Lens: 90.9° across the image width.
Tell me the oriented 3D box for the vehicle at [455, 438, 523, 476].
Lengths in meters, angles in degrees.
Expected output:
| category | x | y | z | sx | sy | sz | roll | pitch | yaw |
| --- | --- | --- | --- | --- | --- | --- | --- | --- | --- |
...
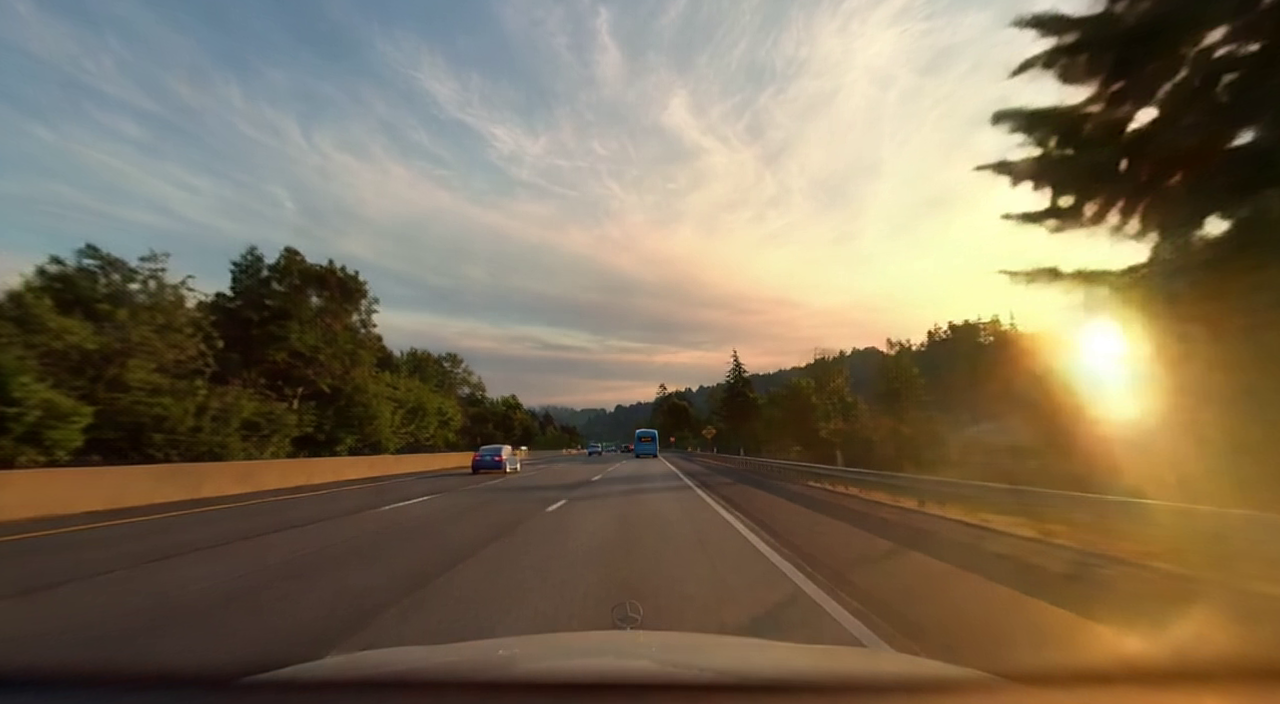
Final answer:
| category | x | y | z | sx | sy | sz | roll | pitch | yaw |
| --- | --- | --- | --- | --- | --- | --- | --- | --- | --- |
| vehicle | -7.190 | 5.052 | 30.535 | 2.080 | 1.674 | 4.660 | 0 | -8 | 1 |
